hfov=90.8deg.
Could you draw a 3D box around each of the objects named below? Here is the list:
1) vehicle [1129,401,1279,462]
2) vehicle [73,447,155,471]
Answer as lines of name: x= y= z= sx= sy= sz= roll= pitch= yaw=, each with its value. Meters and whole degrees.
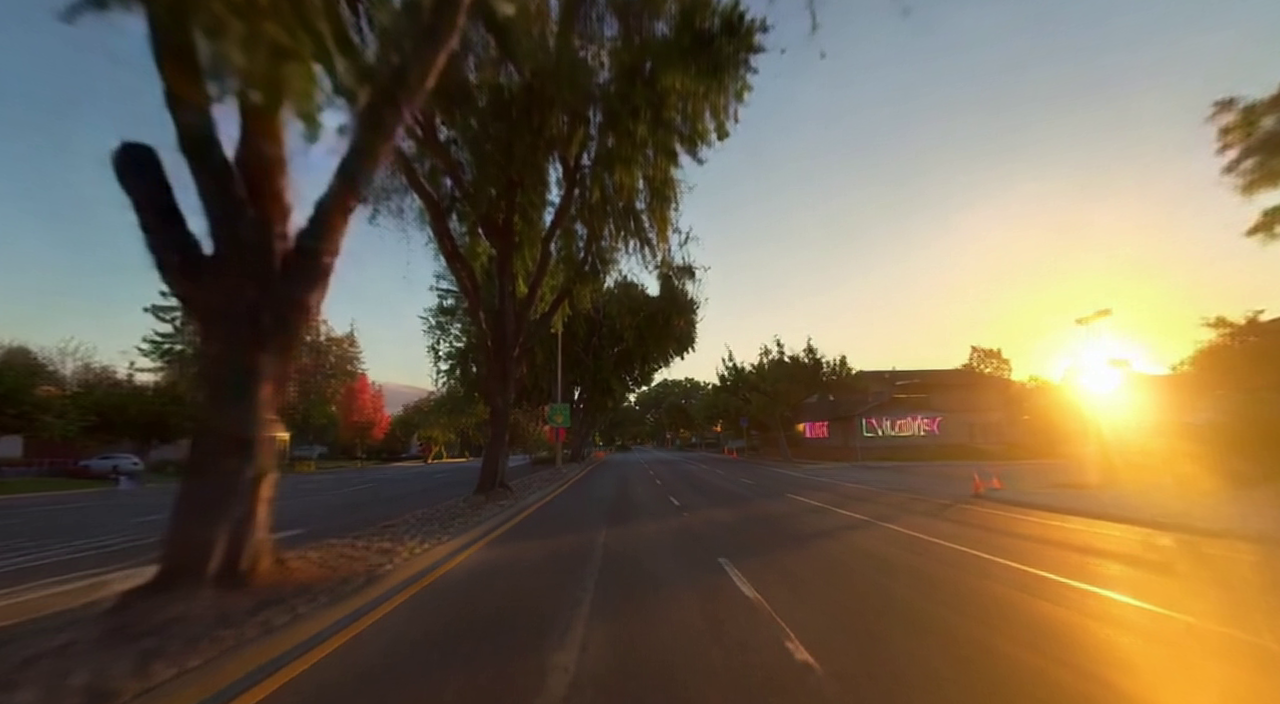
vehicle: x=31.705 y=4.515 z=35.254 sx=2.905 sy=3.046 sz=6.805 roll=1 pitch=-8 yaw=-4
vehicle: x=-33.271 y=6.759 z=39.980 sx=3.732 sy=1.453 sz=1.721 roll=-1 pitch=-8 yaw=5
